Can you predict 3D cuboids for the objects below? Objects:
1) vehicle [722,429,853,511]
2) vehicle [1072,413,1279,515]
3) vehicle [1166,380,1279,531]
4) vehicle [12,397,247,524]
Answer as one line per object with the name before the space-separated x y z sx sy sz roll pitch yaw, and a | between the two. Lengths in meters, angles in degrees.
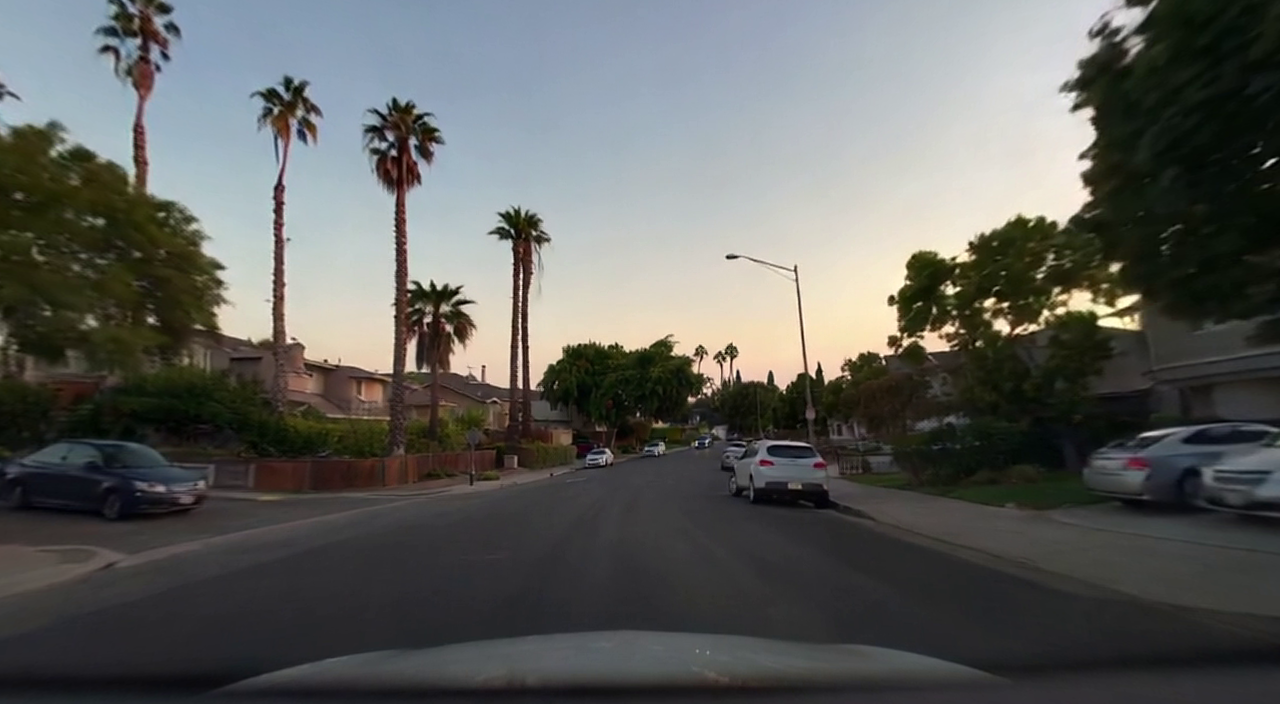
vehicle | 3.636 2.993 16.622 2.197 1.816 4.845 0 -8 -1
vehicle | 9.968 1.796 10.378 4.220 1.492 1.924 -1 -8 1
vehicle | 9.815 1.223 7.768 4.478 1.705 2.050 -3 -16 3
vehicle | -13.320 2.720 16.280 6.773 2.680 2.459 -6 -9 32
